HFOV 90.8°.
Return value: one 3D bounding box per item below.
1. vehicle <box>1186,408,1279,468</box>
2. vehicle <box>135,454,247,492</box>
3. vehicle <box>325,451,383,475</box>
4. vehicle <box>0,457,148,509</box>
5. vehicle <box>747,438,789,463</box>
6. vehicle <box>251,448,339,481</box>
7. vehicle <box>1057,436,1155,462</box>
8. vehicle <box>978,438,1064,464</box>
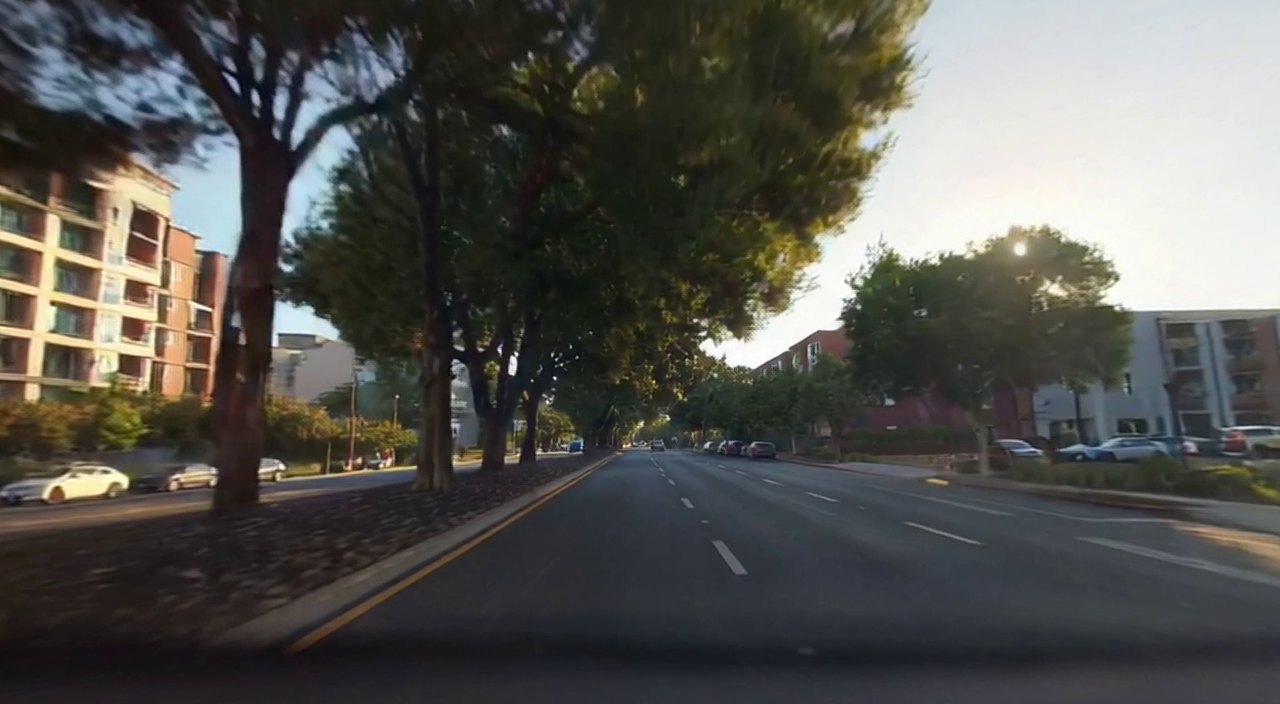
[{"bbox_3d":[31.120,4.296,31.280,6.797,2.774,2.304,2,-9,-12],"label":"vehicle"},{"bbox_3d":[-19.727,5.307,28.032,1.959,1.459,4.150,0,-8,-1],"label":"vehicle"},{"bbox_3d":[-19.668,7.635,43.727,2.074,1.429,4.645,-2,-9,-3],"label":"vehicle"},{"bbox_3d":[-19.730,4.436,21.626,1.920,1.561,4.654,-2,-10,2],"label":"vehicle"},{"bbox_3d":[9.518,7.360,47.272,2.008,1.734,4.587,0,-8,-3],"label":"vehicle"},{"bbox_3d":[-20.296,6.592,37.430,2.012,1.636,4.997,-3,-8,6],"label":"vehicle"},{"bbox_3d":[30.412,6.300,41.261,5.245,1.609,2.167,2,-9,-13],"label":"vehicle"},{"bbox_3d":[24.033,6.251,39.871,4.549,1.565,1.831,2,-9,-13],"label":"vehicle"}]
